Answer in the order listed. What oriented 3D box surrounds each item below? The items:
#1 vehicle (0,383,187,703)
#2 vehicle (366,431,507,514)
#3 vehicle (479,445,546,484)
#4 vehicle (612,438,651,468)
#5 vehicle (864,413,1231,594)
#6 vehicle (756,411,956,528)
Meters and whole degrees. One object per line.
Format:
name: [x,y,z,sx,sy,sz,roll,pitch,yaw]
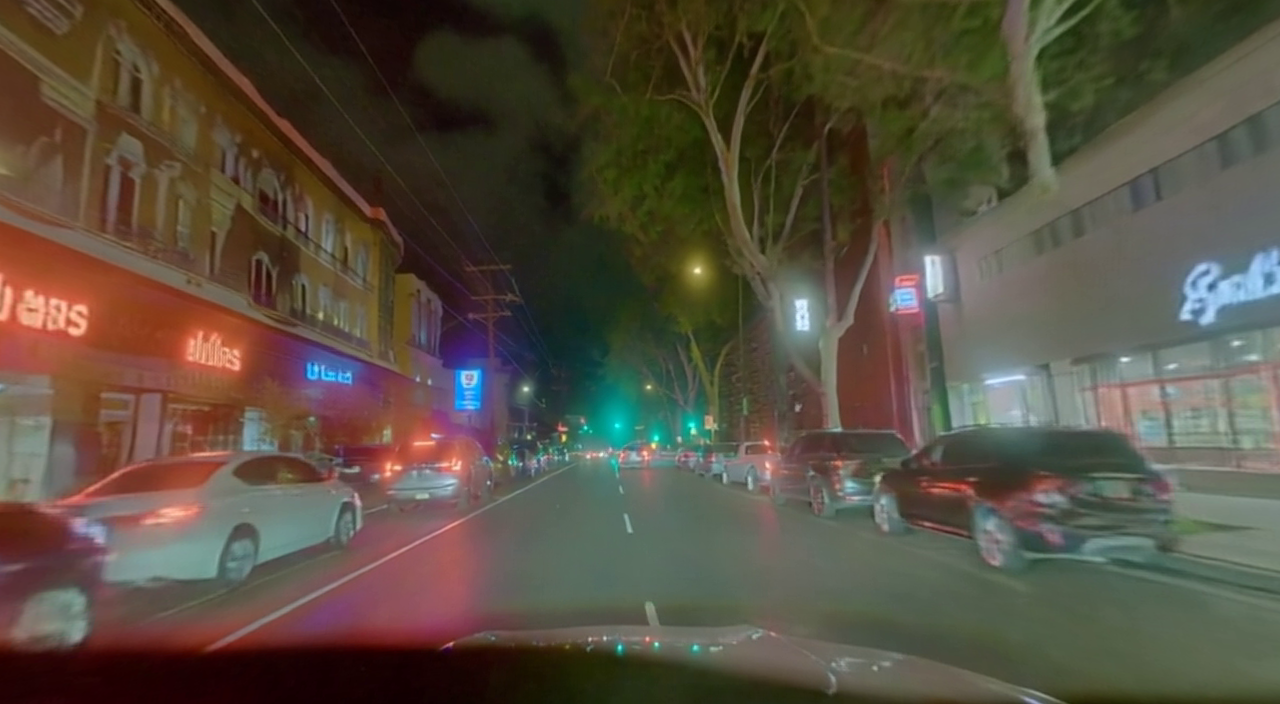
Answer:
vehicle: [-4.477,0.896,2.134,2.343,1.788,5.038,0,-8,-3]
vehicle: [-5.111,3.079,16.781,2.341,1.825,4.924,0,-8,-3]
vehicle: [-5.327,4.758,27.043,2.053,1.485,4.540,0,-8,-2]
vehicle: [-0.641,6.935,43.597,2.440,1.882,4.611,0,-8,-4]
vehicle: [4.654,1.751,8.158,1.882,1.704,4.055,0,-8,-2]
vehicle: [4.211,2.401,13.506,2.243,1.992,5.087,0,-8,-3]
